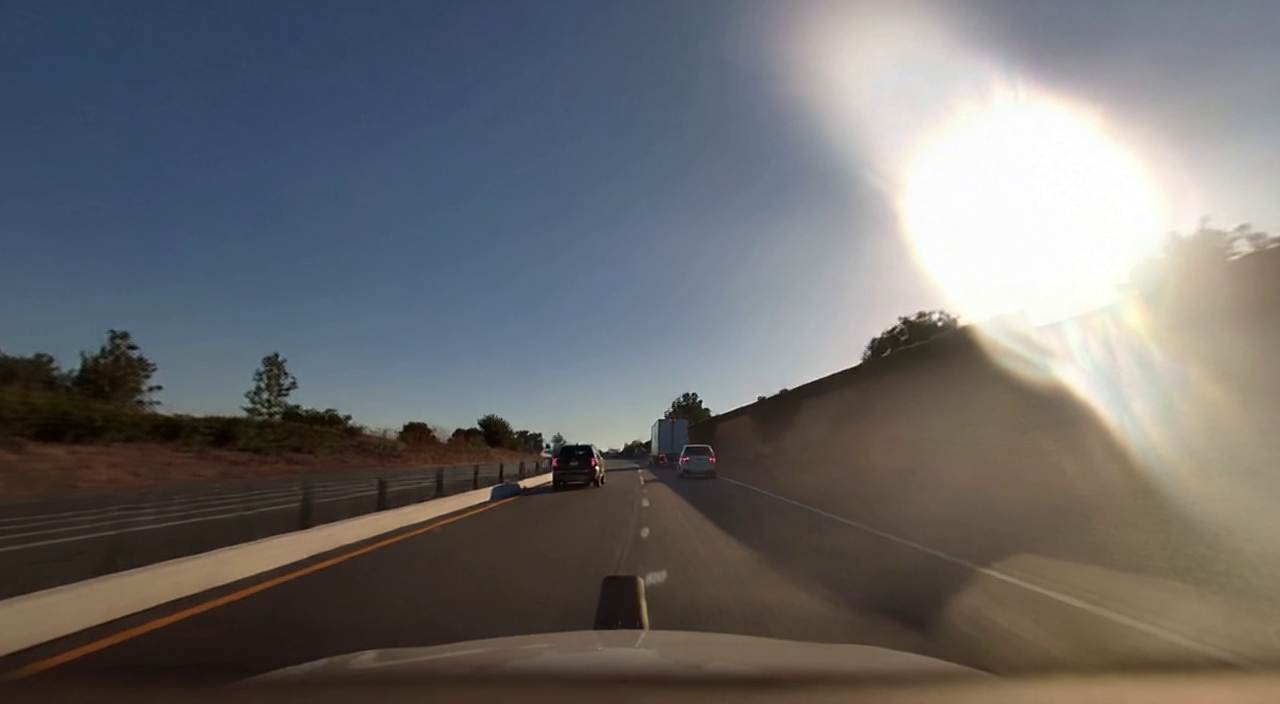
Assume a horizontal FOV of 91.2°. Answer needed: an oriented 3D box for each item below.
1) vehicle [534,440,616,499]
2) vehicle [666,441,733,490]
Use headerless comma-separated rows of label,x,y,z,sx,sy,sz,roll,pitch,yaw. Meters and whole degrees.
vehicle,-1.950,3.751,20.390,2.181,1.653,4.691,0,-9,0
vehicle,2.205,4.372,24.485,2.230,1.715,4.243,0,-9,1
